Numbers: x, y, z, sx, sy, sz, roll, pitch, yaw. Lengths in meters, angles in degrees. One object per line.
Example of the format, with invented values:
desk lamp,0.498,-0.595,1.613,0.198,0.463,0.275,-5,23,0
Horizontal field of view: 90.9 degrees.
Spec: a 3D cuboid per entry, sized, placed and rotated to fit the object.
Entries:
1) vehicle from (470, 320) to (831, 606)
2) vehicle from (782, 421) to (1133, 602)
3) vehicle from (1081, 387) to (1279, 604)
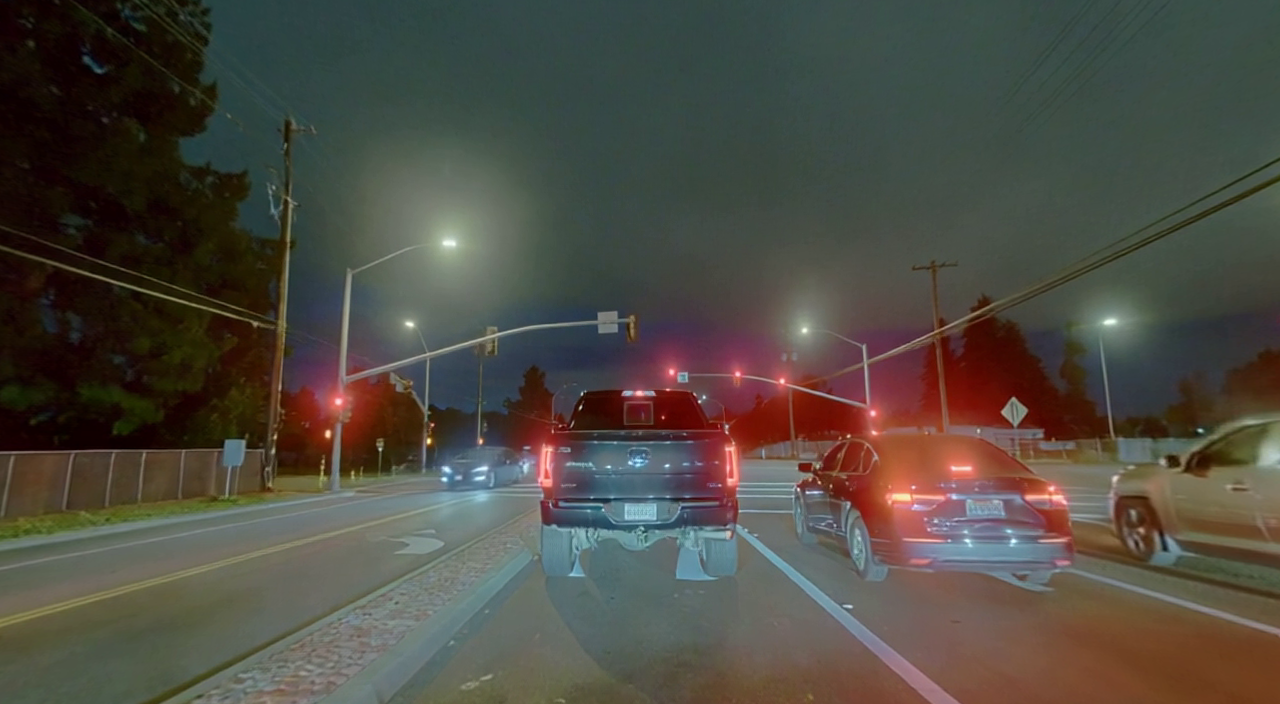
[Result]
vehicle,0.089,1.313,8.157,2.831,2.284,6.149,0,-8,0
vehicle,3.112,1.637,7.352,1.993,1.495,4.060,0,-8,1
vehicle,6.133,1.155,5.091,1.982,1.727,4.352,0,-8,1
